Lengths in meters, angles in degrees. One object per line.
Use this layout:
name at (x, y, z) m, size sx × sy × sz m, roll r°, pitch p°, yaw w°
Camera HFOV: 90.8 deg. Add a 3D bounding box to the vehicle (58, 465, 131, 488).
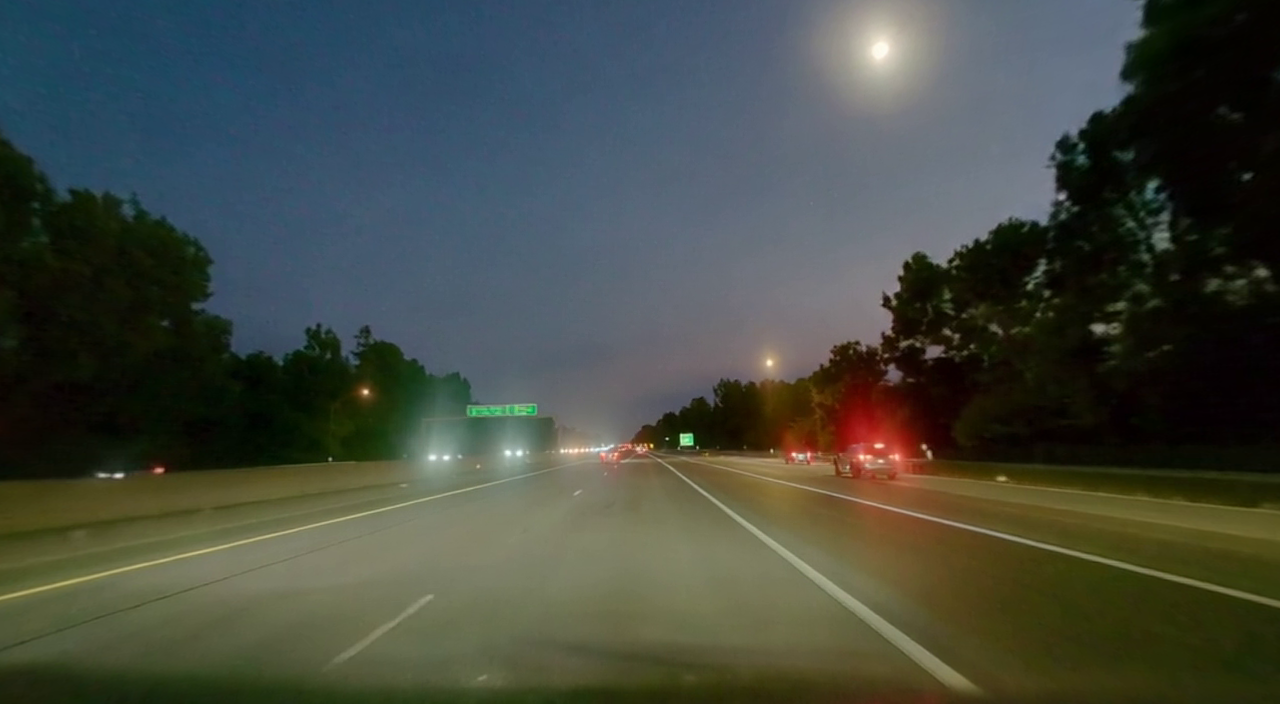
vehicle at (-38.058, 8.676, 44.139) m, size 1.934 × 1.412 × 4.014 m, roll 1°, pitch -9°, yaw -10°
